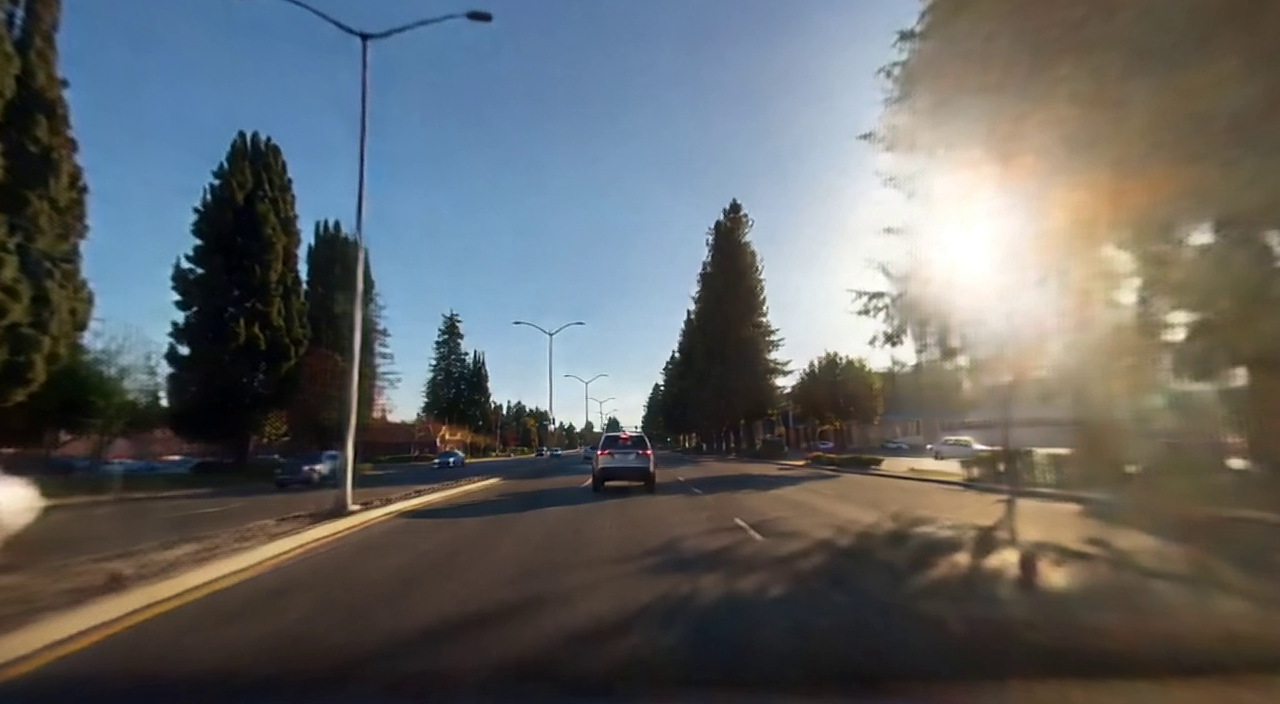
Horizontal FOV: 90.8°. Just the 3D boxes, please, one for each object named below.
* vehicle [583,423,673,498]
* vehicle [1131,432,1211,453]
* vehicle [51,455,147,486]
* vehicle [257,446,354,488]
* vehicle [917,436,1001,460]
[{"bbox_3d":[-0.459,3.121,18.590,2.300,1.870,4.936,0,-8,-4],"label":"vehicle"},{"bbox_3d":[39.822,6.802,47.441,4.167,1.455,2.067,0,-8,0],"label":"vehicle"},{"bbox_3d":[-28.948,6.329,33.864,3.520,1.405,1.750,-2,-9,-1],"label":"vehicle"},{"bbox_3d":[-16.349,5.600,31.189,2.127,1.836,4.833,0,-8,0],"label":"vehicle"},{"bbox_3d":[20.695,6.242,41.137,4.339,1.456,2.030,0,-8,-3],"label":"vehicle"}]
